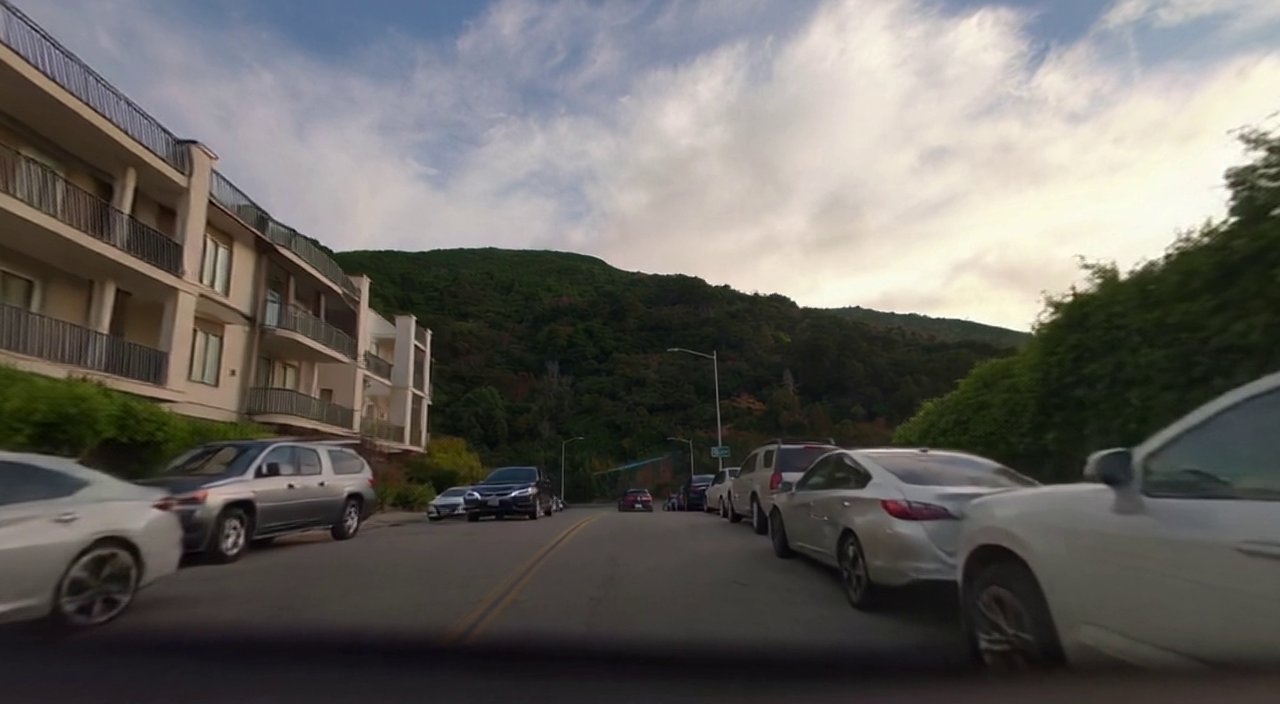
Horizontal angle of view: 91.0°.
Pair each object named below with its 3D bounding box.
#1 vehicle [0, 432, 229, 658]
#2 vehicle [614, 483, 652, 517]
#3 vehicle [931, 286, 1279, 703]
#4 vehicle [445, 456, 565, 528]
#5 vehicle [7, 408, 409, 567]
[{"bbox_3d":[-5.350,1.221,3.804,1.856,1.474,4.522,-3,-9,18],"label":"vehicle"},{"bbox_3d":[-0.487,9.118,38.937,2.201,1.731,3.854,0,-9,-2],"label":"vehicle"},{"bbox_3d":[2.796,0.686,1.349,2.072,1.830,4.744,0,-9,0],"label":"vehicle"},{"bbox_3d":[-3.402,3.770,16.939,2.102,1.621,4.627,0,-13,1],"label":"vehicle"},{"bbox_3d":[-6.428,2.238,10.812,2.692,1.949,5.948,0,-11,-1],"label":"vehicle"}]
